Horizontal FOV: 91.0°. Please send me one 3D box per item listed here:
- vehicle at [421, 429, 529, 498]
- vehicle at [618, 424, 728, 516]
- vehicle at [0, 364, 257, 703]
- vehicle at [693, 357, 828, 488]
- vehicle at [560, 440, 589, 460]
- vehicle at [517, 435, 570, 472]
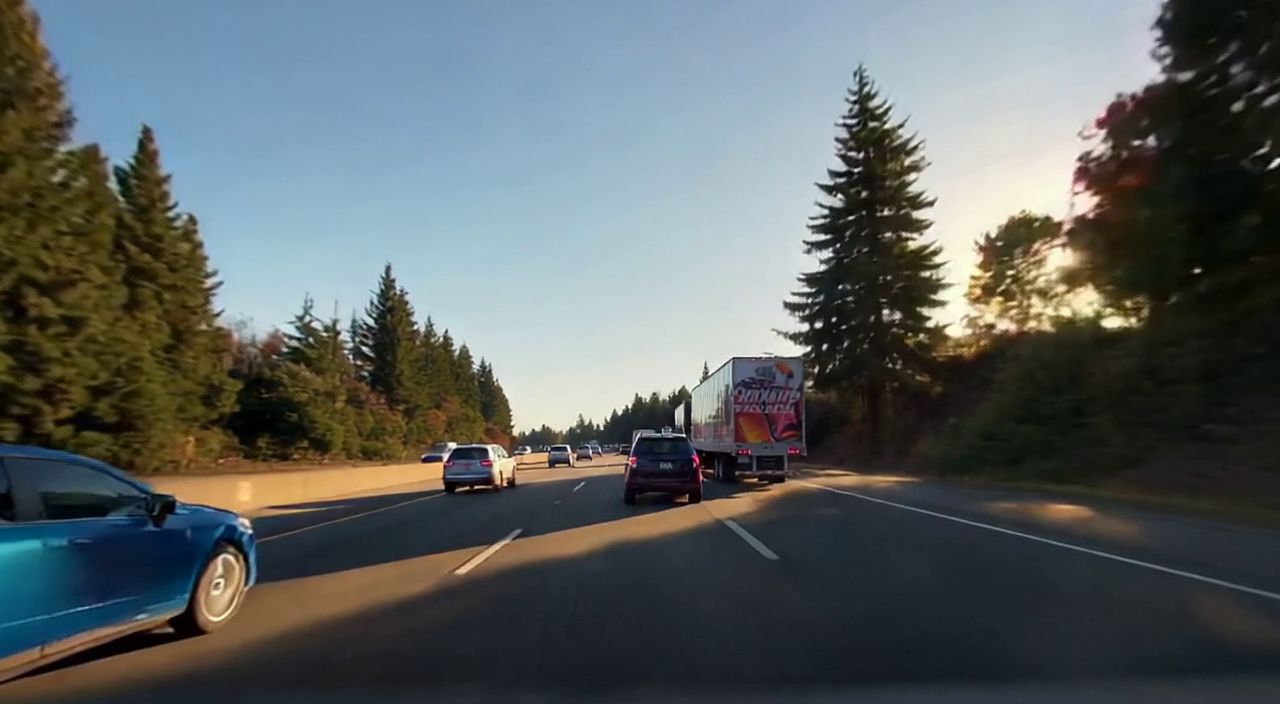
[{"bbox_3d":[-4.315,2.968,17.115,1.905,1.642,3.803,0,-8,0],"label":"vehicle"},{"bbox_3d":[0.597,2.418,13.376,2.017,1.662,3.543,0,-8,0],"label":"vehicle"},{"bbox_3d":[-4.059,0.859,2.732,1.983,1.666,4.452,0,-8,0],"label":"vehicle"},{"bbox_3d":[4.343,3.203,26.821,2.828,4.081,14.220,0,-8,-1],"label":"vehicle"},{"bbox_3d":[-5.119,7.696,49.633,1.950,1.535,4.237,0,-8,-1],"label":"vehicle"},{"bbox_3d":[-4.708,5.012,31.279,2.014,1.683,4.275,0,-8,0],"label":"vehicle"}]
